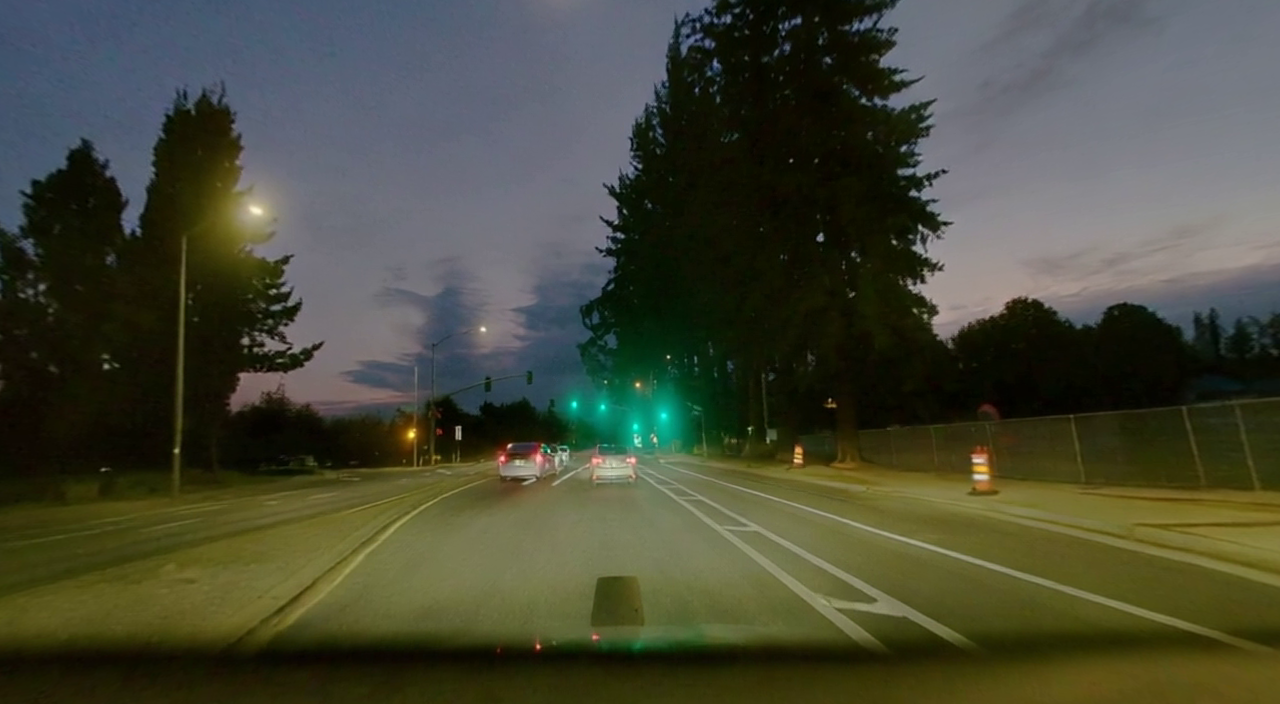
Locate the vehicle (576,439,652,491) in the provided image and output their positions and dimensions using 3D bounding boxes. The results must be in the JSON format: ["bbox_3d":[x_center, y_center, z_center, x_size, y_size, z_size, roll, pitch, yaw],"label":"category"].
[{"bbox_3d":[-0.948,3.685,21.064,2.266,1.508,4.430,0,-8,-5],"label":"vehicle"}]

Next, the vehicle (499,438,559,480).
[{"bbox_3d":[-4.770,4.650,27.693,2.077,1.665,4.206,0,-8,-3],"label":"vehicle"}]
